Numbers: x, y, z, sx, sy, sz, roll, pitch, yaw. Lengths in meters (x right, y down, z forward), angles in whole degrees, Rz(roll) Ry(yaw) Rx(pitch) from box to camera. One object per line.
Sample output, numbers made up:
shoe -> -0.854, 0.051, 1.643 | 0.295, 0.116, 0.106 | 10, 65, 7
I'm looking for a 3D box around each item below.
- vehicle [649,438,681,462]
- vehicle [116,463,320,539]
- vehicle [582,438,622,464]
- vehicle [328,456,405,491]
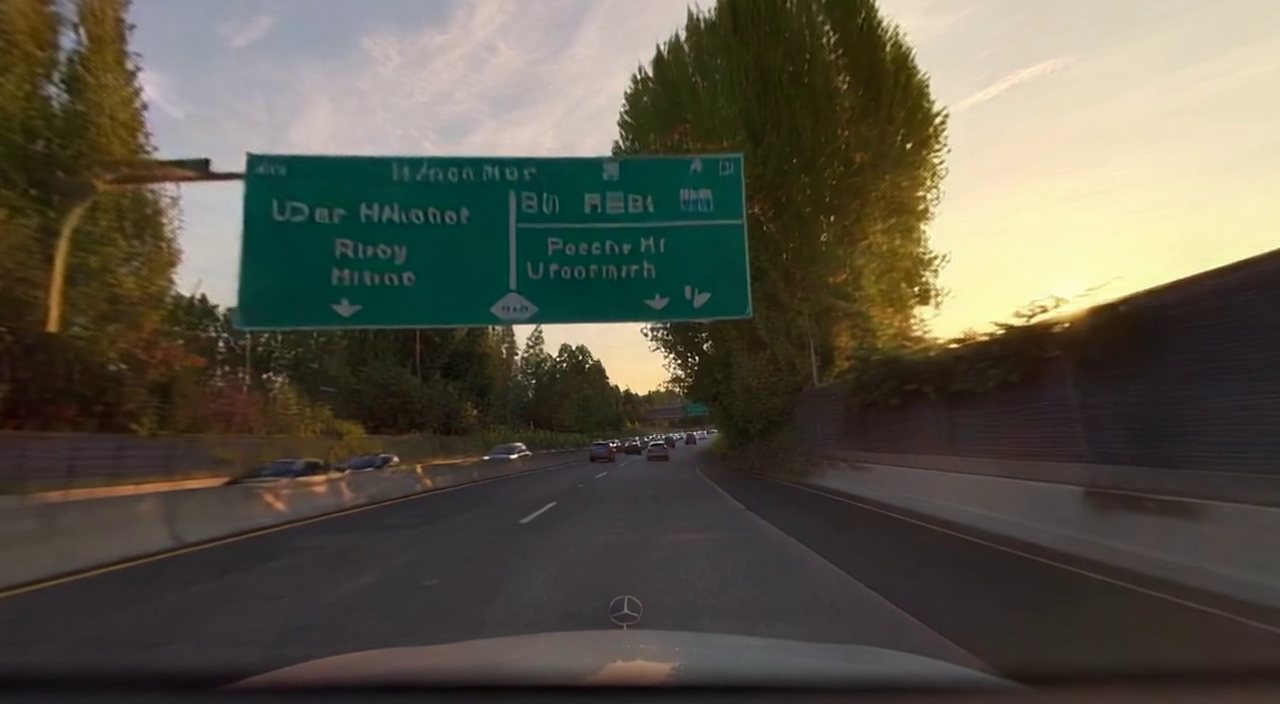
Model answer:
vehicle -> 1.738, 6.709, 43.159 | 2.077, 1.533, 3.854 | -1, -8, 3
vehicle -> -10.575, 3.727, 16.339 | 1.977, 1.489, 4.631 | 0, -8, 2
vehicle -> -2.309, 6.147, 39.075 | 1.985, 1.518, 3.847 | -1, -8, 4
vehicle -> -13.985, 6.217, 32.434 | 1.898, 1.552, 4.266 | 0, -8, 2
